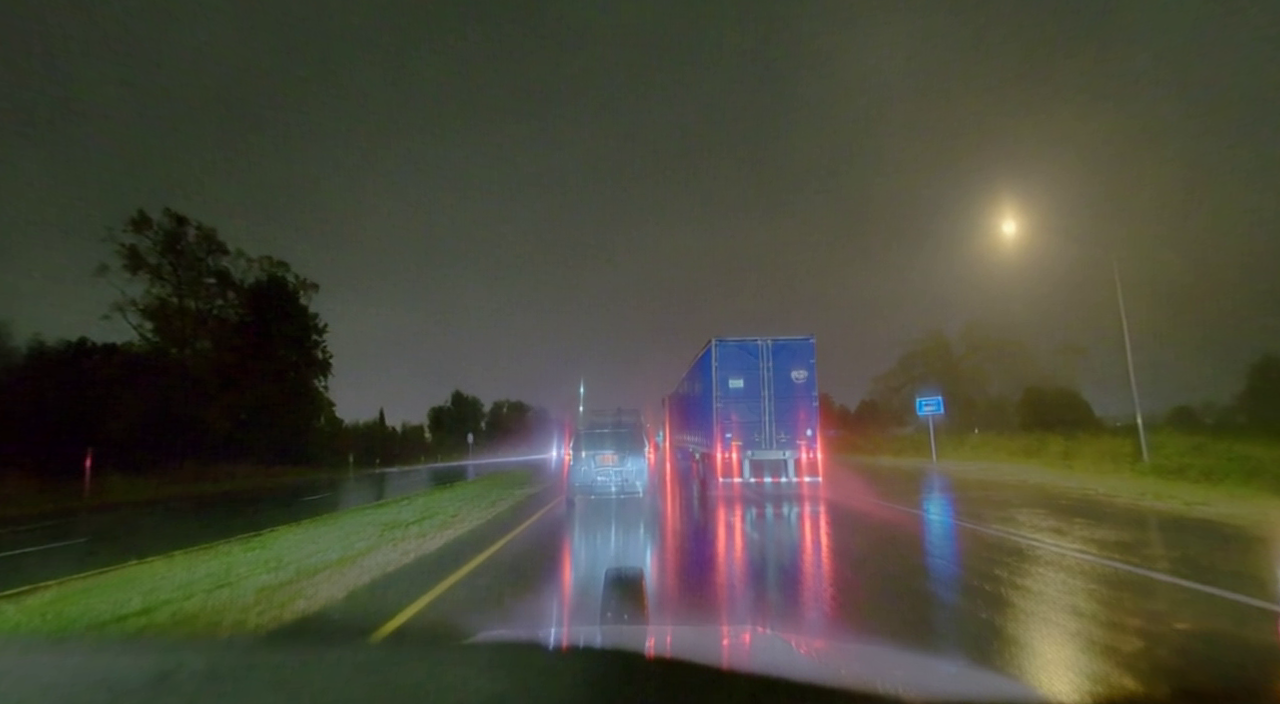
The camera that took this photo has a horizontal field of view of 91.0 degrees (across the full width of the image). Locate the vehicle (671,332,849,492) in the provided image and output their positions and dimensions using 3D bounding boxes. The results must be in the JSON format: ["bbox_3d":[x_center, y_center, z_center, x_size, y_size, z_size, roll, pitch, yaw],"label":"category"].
[{"bbox_3d":[3.616,2.770,25.228,3.591,4.290,16.696,0,-8,-1],"label":"vehicle"}]

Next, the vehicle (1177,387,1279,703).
[{"bbox_3d":[3.555,0.621,0.586,1.960,1.515,4.713,0,-8,0],"label":"vehicle"}]

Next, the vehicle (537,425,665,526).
[{"bbox_3d":[-0.634,2.237,11.942,2.009,1.554,4.013,0,-8,-1],"label":"vehicle"}]
